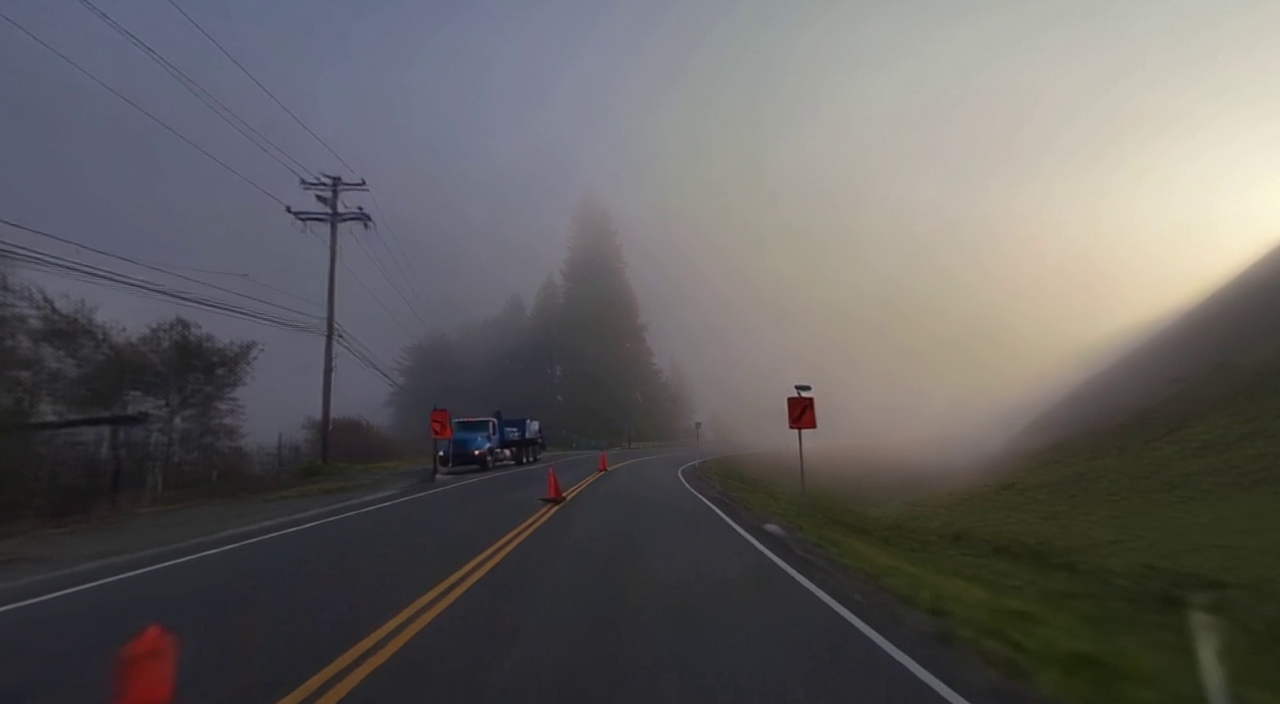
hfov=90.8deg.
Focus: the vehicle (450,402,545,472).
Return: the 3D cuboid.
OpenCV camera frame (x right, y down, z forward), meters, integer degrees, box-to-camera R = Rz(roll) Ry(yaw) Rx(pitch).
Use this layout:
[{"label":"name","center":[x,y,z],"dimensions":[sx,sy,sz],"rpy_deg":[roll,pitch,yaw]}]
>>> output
[{"label":"vehicle","center":[-7.461,4.602,34.087],"dimensions":[3.031,3.185,7.053],"rpy_deg":[-4,-8,4]}]
